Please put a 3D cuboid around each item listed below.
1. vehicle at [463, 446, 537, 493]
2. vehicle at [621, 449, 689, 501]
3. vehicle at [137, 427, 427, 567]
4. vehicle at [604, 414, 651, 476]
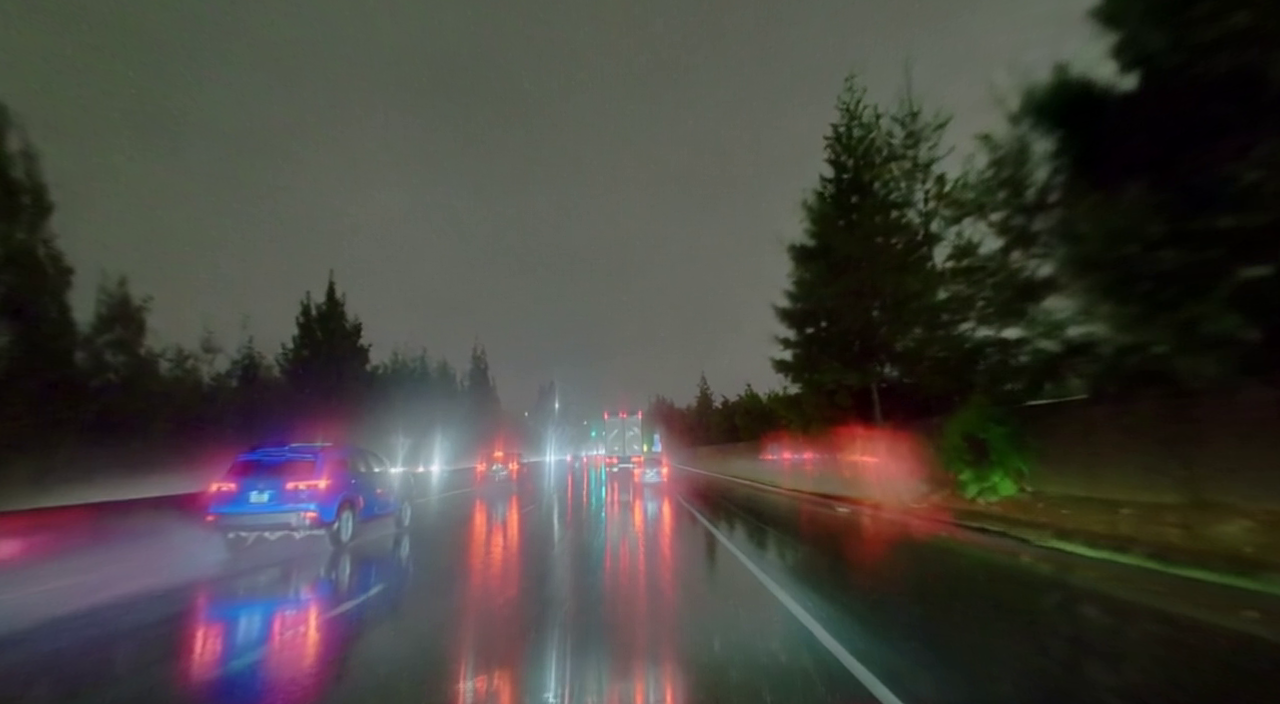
[{"bbox_3d":[-5.426,4.584,24.793,2.035,1.664,4.064,0,-9,-1],"label":"vehicle"},{"bbox_3d":[0.417,3.992,20.698,2.026,1.489,4.045,0,-9,-1],"label":"vehicle"},{"bbox_3d":[-5.086,2.107,9.773,2.100,1.671,4.105,0,-9,-1],"label":"vehicle"},{"bbox_3d":[-1.005,7.017,46.995,3.113,4.066,10.786,0,-9,-2],"label":"vehicle"}]
